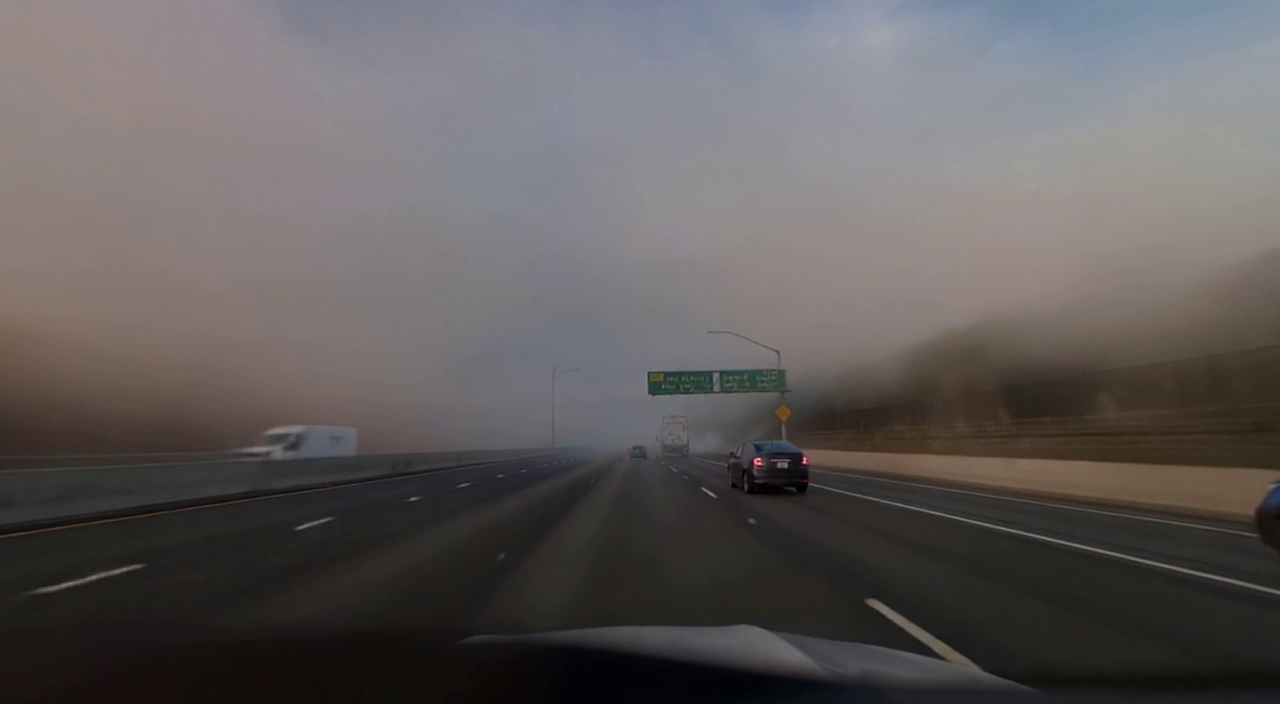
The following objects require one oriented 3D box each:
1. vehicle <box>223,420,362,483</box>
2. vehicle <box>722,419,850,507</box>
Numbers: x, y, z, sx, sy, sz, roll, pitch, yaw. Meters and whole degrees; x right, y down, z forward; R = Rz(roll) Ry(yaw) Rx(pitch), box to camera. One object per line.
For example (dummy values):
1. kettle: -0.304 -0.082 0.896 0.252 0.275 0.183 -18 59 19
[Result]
1. vehicle: -17.705 5.182 33.074 2.792 2.832 8.825 1 -9 -4
2. vehicle: 3.548 2.819 16.422 2.035 1.931 4.841 0 -9 -1
